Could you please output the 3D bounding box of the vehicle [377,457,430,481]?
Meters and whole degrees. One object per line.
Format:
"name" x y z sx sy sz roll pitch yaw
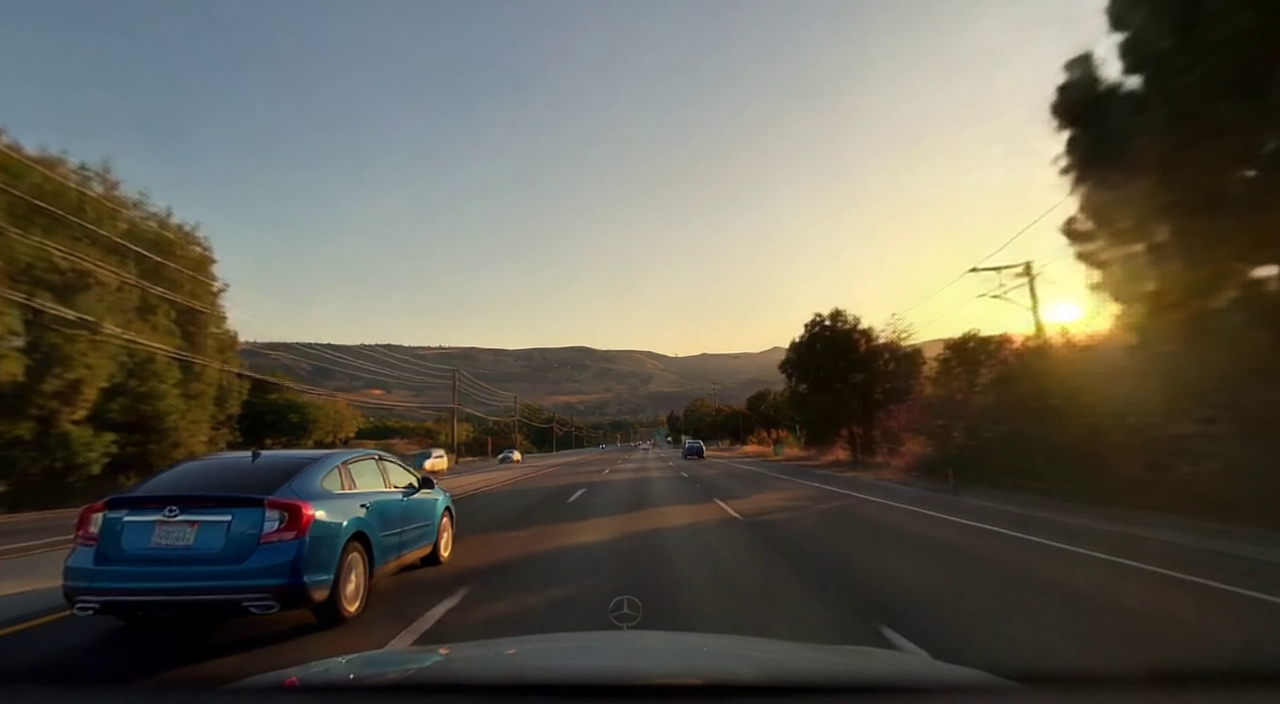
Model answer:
"vehicle" -16.245 8.038 43.535 1.869 1.491 4.449 0 -8 1
